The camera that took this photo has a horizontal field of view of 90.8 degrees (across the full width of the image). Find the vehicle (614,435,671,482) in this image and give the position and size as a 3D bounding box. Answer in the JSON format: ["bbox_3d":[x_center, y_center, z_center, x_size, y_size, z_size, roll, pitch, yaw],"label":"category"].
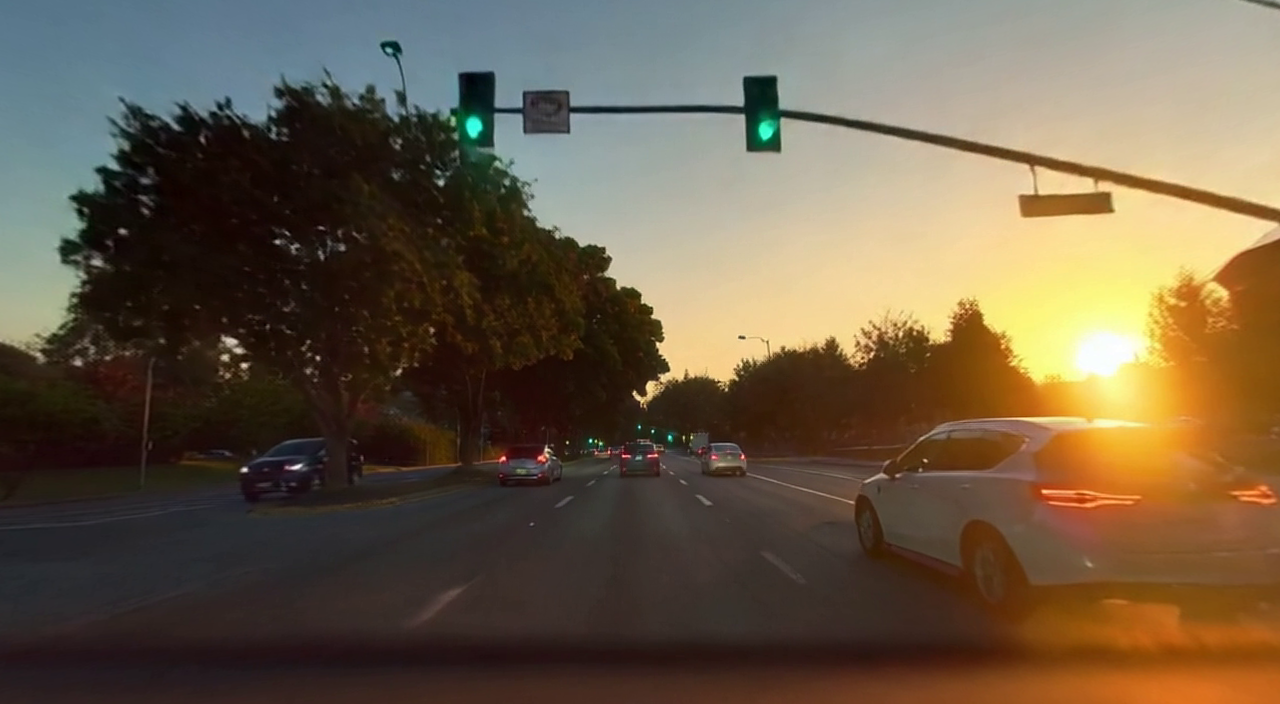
[{"bbox_3d":[0.063,4.303,25.794,2.150,1.725,4.096,0,-8,-1],"label":"vehicle"}]

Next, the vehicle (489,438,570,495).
[{"bbox_3d":[-3.381,3.566,20.094,1.823,1.602,4.061,0,-8,0],"label":"vehicle"}]

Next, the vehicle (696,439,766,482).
[{"bbox_3d":[3.481,4.251,24.989,2.068,1.541,4.041,0,-8,-1],"label":"vehicle"}]

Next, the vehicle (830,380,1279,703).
[{"bbox_3d":[3.457,1.307,5.585,2.069,1.644,4.714,0,-8,0],"label":"vehicle"}]

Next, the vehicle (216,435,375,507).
[{"bbox_3d":[-9.491,3.281,17.909,2.045,1.730,4.375,0,-8,0],"label":"vehicle"}]
